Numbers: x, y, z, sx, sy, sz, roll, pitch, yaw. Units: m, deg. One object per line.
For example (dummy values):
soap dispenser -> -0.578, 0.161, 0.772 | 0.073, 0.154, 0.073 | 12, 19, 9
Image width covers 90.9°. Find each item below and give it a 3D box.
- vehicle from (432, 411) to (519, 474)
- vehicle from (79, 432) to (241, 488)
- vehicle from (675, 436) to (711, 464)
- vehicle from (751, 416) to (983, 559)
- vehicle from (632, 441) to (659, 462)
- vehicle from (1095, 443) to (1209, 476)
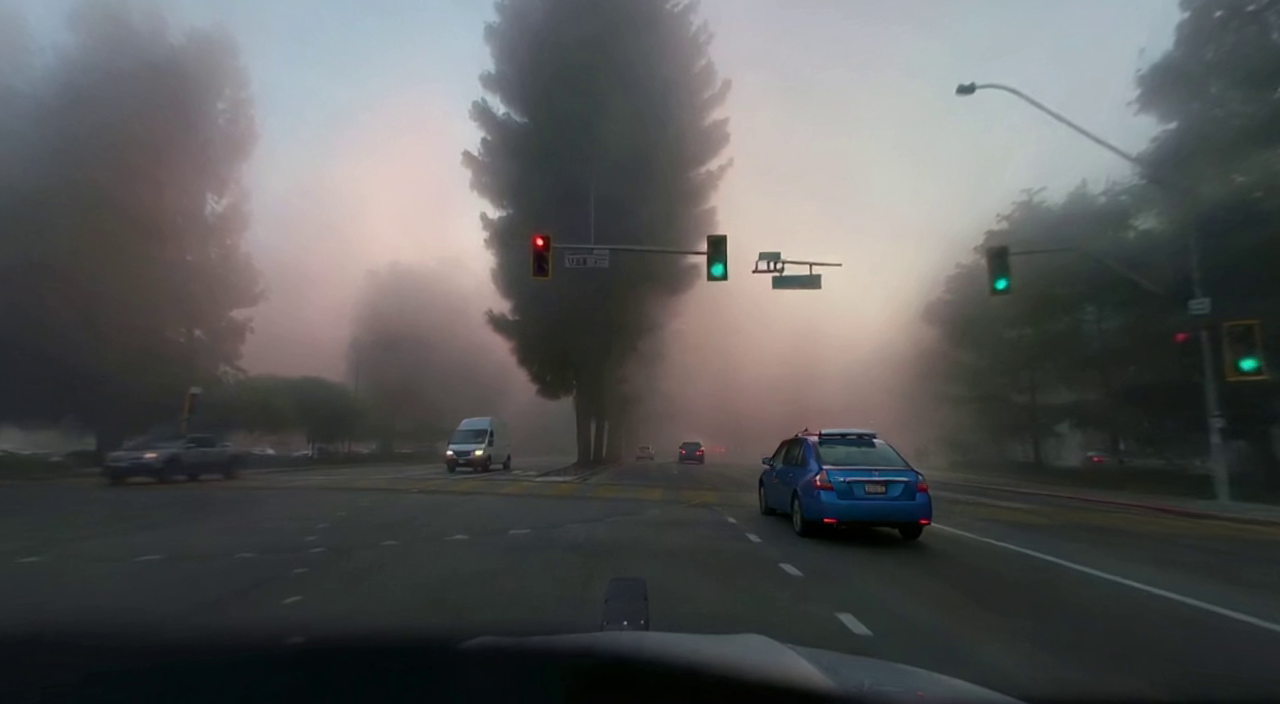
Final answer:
vehicle -> -8.358, 4.759, 33.004 | 2.524, 2.885, 6.868 | 1, -8, 1
vehicle -> -17.159, 3.883, 22.940 | 2.053, 1.797, 4.750 | 0, -8, 1
vehicle -> 3.730, 6.969, 44.802 | 2.154, 1.844, 4.634 | 0, -8, 0
vehicle -> 2.973, 1.855, 9.302 | 1.901, 1.634, 3.952 | 0, -8, 0
vehicle -> 0.396, 7.653, 48.575 | 1.991, 1.477, 3.814 | 0, -8, 1
vehicle -> 27.968, 5.863, 34.680 | 2.070, 1.687, 4.705 | 1, -8, -4
